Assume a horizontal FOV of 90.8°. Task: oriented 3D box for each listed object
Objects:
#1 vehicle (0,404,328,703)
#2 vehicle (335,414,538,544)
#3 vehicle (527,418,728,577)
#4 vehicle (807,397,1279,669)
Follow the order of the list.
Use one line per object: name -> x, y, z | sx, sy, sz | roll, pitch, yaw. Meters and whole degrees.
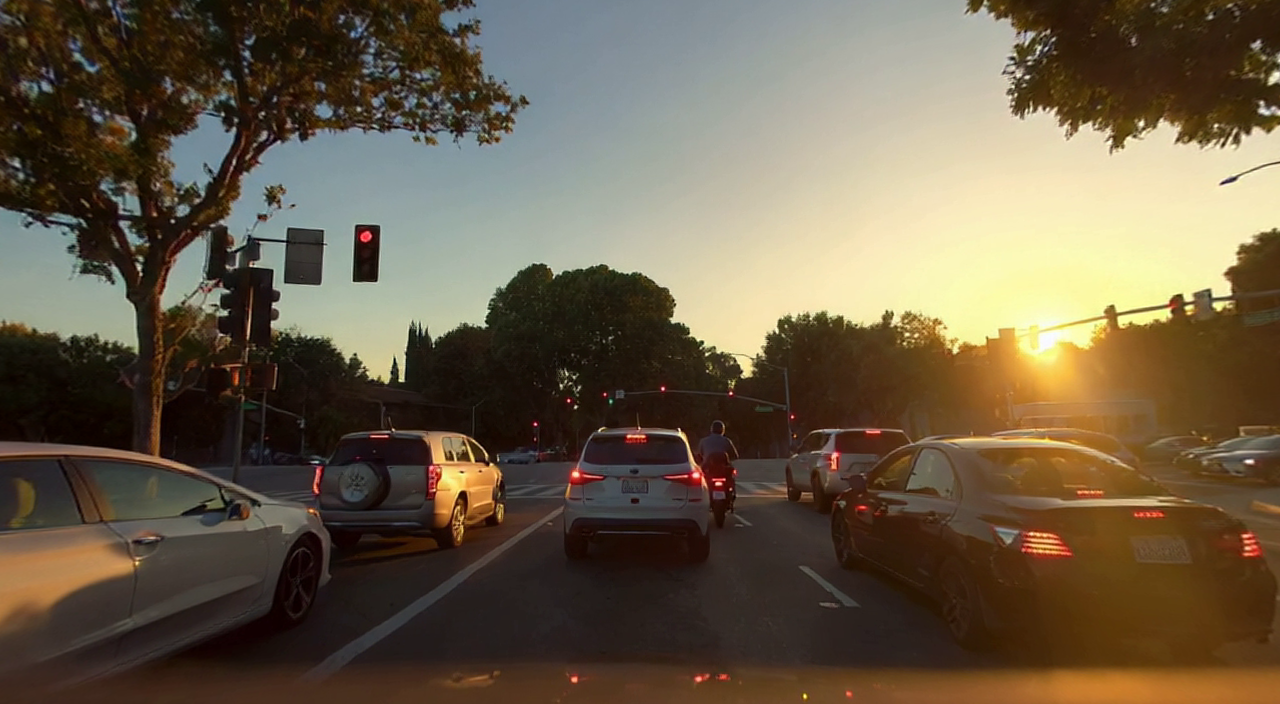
vehicle -> -3.347, 0.950, 2.369 | 1.863, 1.495, 4.667 | 0, -8, 1
vehicle -> -3.223, 2.116, 11.158 | 2.048, 1.805, 4.405 | 0, -8, 1
vehicle -> -0.098, 1.804, 8.553 | 2.106, 1.655, 3.717 | 0, -8, 1
vehicle -> 3.235, 1.441, 6.193 | 2.006, 1.659, 4.462 | 0, -8, 1
